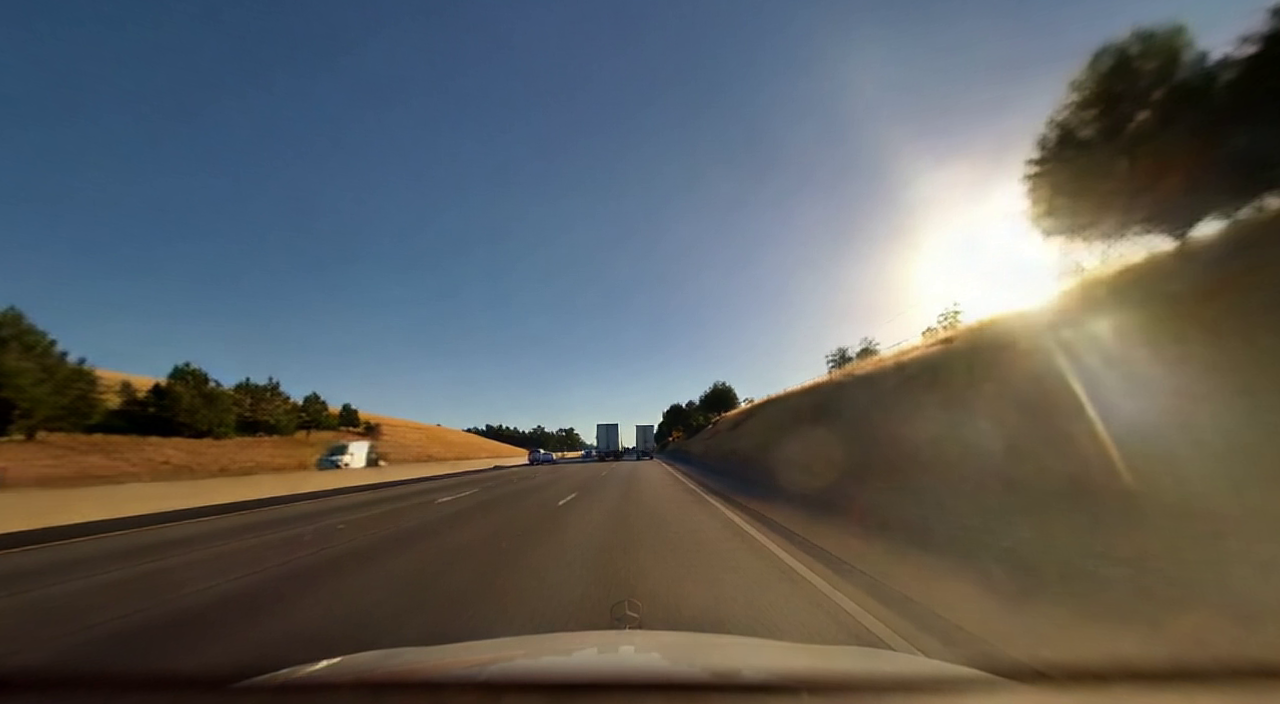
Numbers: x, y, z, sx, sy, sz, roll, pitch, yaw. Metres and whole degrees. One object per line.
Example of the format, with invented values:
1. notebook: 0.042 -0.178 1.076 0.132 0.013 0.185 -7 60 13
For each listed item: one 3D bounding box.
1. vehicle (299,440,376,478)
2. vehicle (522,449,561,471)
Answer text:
1. vehicle: -19.781 7.017 41.582 2.404 2.285 5.332 0 -9 0
2. vehicle: -7.077 7.795 45.808 2.036 1.474 5.011 0 -9 1
